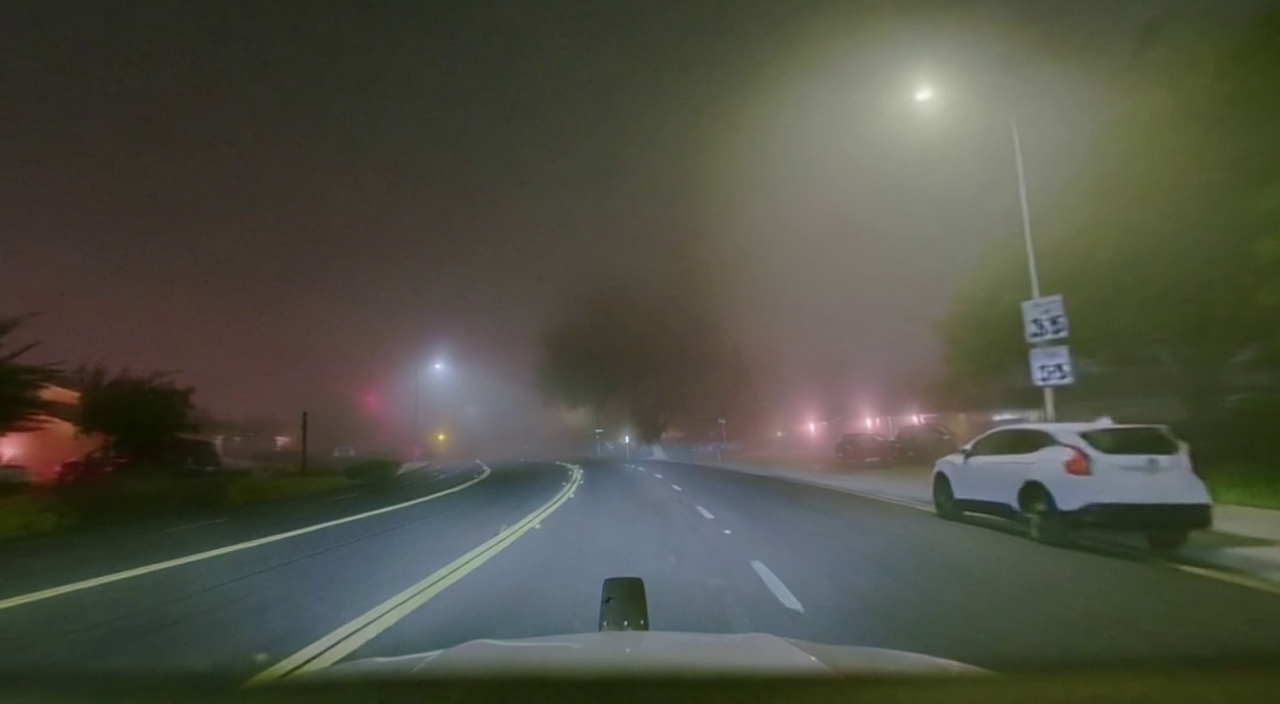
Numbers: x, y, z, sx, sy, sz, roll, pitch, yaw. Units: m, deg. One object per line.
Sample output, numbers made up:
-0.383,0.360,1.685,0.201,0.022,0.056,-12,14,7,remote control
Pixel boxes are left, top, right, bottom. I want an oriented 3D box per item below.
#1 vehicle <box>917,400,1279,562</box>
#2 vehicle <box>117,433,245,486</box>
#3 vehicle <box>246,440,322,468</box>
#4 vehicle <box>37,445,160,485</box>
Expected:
6.728,1.859,9.827,2.315,1.869,4.678,1,-8,-5,vehicle
-18.594,4.349,25.868,2.077,1.948,4.705,1,-8,-7,vehicle
-24.721,7.091,43.935,4.128,1.861,1.959,2,-9,-15,vehicle
-21.480,4.474,25.244,1.764,1.443,3.941,2,-9,-8,vehicle
